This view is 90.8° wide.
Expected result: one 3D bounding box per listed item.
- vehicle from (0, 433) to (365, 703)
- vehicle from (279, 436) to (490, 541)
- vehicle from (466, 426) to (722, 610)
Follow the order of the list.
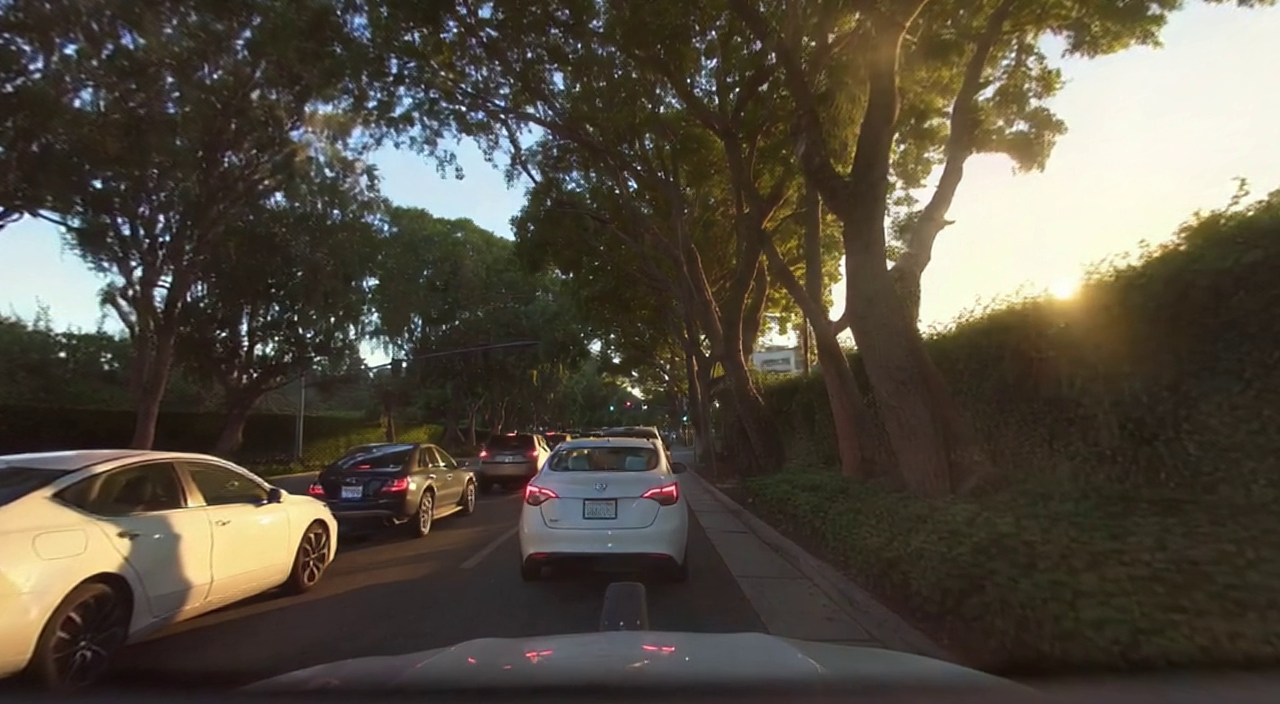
[{"bbox_3d":[-3.809,1.313,4.465,1.784,1.408,4.141,0,-8,1],"label":"vehicle"},{"bbox_3d":[-4.255,2.316,11.466,1.898,1.503,4.453,0,-8,1],"label":"vehicle"},{"bbox_3d":[-0.405,1.687,7.387,2.127,1.517,4.090,0,-8,-1],"label":"vehicle"}]
